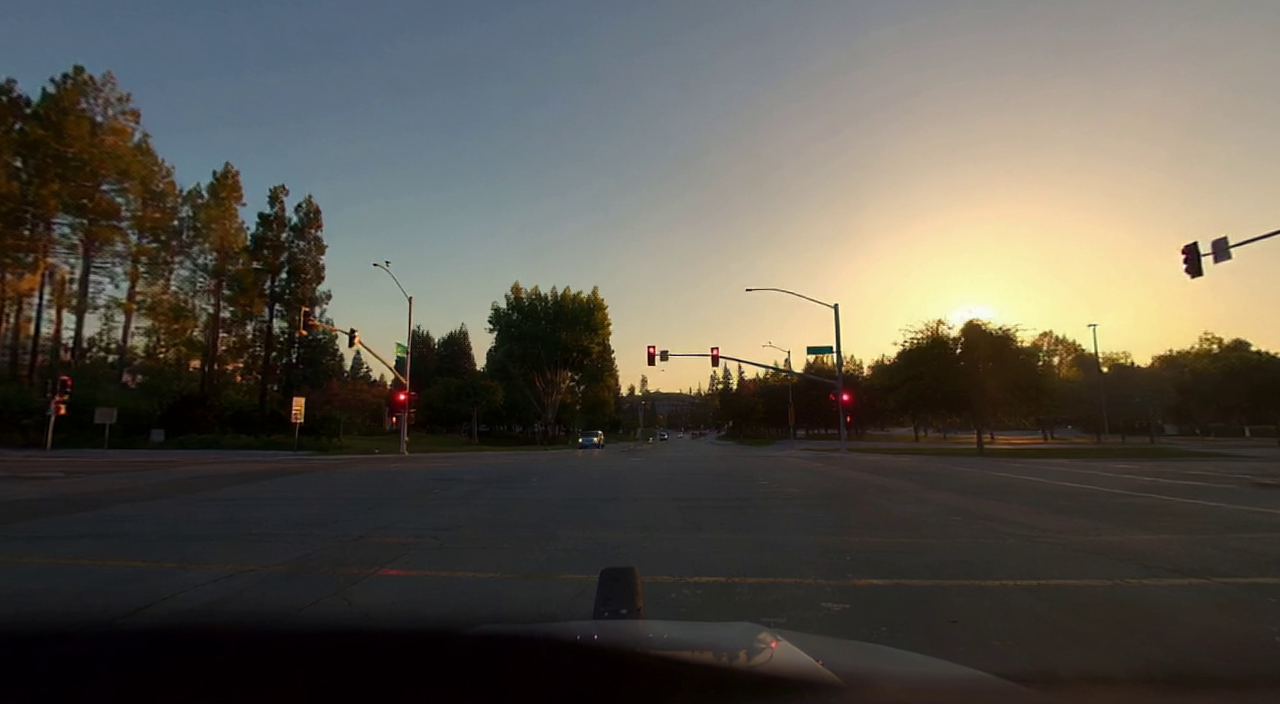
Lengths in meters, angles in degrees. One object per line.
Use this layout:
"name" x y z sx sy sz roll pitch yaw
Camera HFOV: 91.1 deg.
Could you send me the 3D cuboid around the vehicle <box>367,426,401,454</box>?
"vehicle" -19.971 6.851 48.891 1.873 2.079 2.879 5 -10 -33
